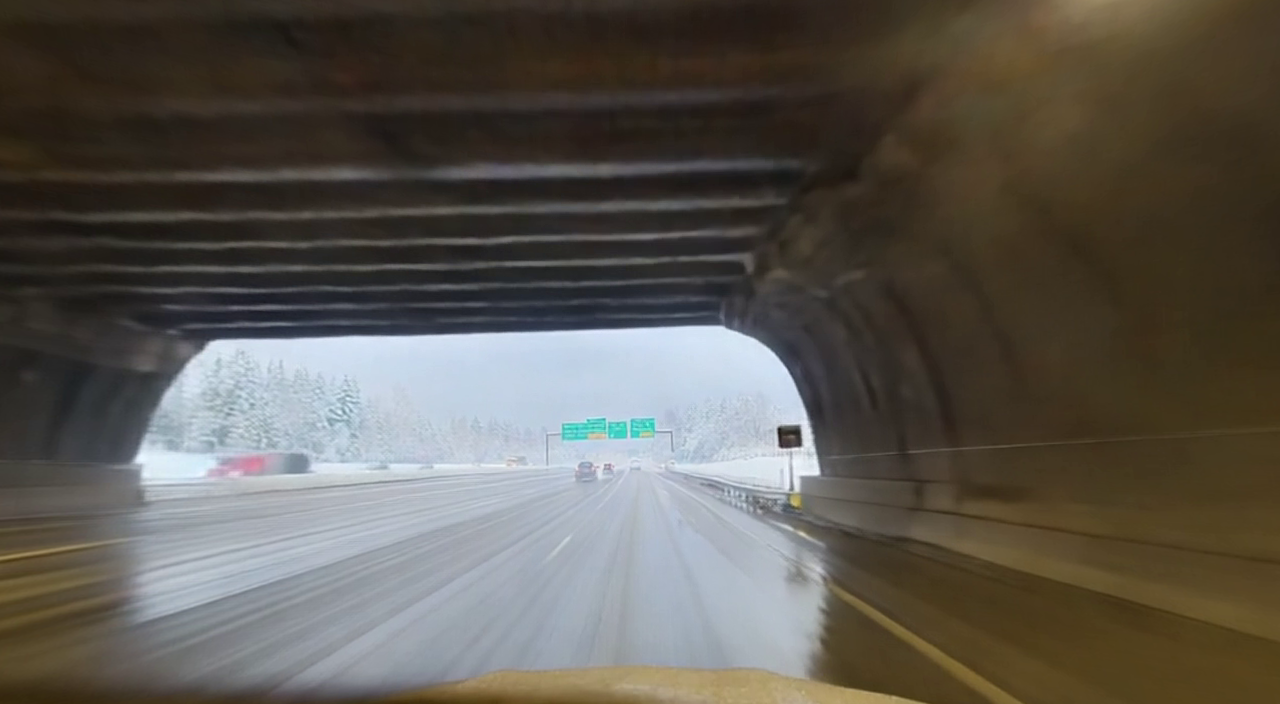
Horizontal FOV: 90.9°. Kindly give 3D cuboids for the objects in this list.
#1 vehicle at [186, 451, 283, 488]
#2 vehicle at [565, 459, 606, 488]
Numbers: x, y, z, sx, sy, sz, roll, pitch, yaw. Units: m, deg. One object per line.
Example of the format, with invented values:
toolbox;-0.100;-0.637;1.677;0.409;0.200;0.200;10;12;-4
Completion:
vehicle;-25.579;7.468;40.066;2.197;2.085;5.778;1;-11;0
vehicle;-3.182;7.230;37.569;2.092;1.642;3.895;1;-10;0
